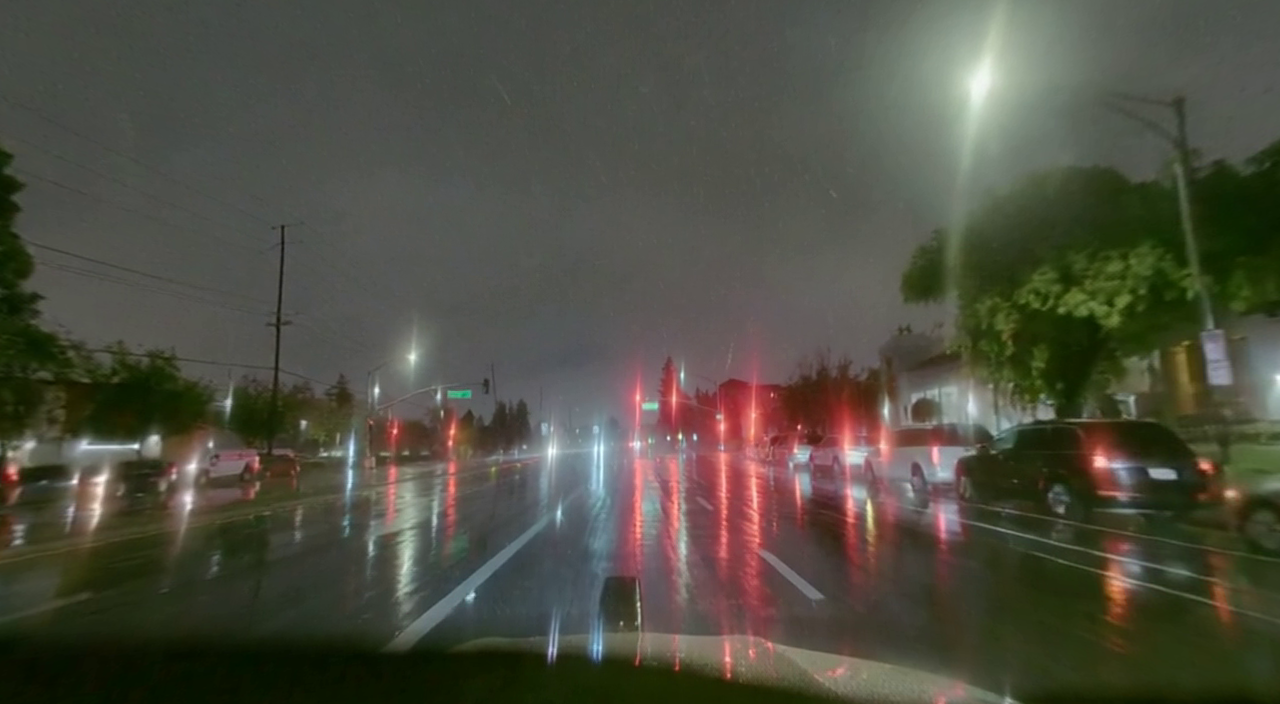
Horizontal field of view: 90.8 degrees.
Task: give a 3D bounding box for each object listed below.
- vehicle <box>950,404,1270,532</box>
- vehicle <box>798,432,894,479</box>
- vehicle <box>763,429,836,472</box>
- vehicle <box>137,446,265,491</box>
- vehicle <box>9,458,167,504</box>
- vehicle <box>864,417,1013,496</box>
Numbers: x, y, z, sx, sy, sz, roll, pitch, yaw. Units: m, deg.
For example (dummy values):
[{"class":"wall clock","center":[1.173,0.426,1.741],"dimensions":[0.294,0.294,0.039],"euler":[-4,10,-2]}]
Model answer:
[{"class":"vehicle","center":[7.954,2.030,11.577],"dimensions":[2.034,1.822,4.953],"euler":[0,-8,0]},{"class":"vehicle","center":[7.888,4.021,24.748],"dimensions":[1.987,1.628,4.712],"euler":[0,-8,-3]},{"class":"vehicle","center":[7.654,4.798,30.949],"dimensions":[2.130,1.877,5.334],"euler":[0,-8,0]},{"class":"vehicle","center":[-22.304,5.886,32.517],"dimensions":[2.328,1.929,6.055],"euler":[-4,-8,0]},{"class":"vehicle","center":[-22.276,5.176,25.864],"dimensions":[1.878,1.561,5.061],"euler":[0,-8,0]},{"class":"vehicle","center":[8.142,2.910,17.825],"dimensions":[1.870,1.912,4.657],"euler":[0,-8,0]}]
